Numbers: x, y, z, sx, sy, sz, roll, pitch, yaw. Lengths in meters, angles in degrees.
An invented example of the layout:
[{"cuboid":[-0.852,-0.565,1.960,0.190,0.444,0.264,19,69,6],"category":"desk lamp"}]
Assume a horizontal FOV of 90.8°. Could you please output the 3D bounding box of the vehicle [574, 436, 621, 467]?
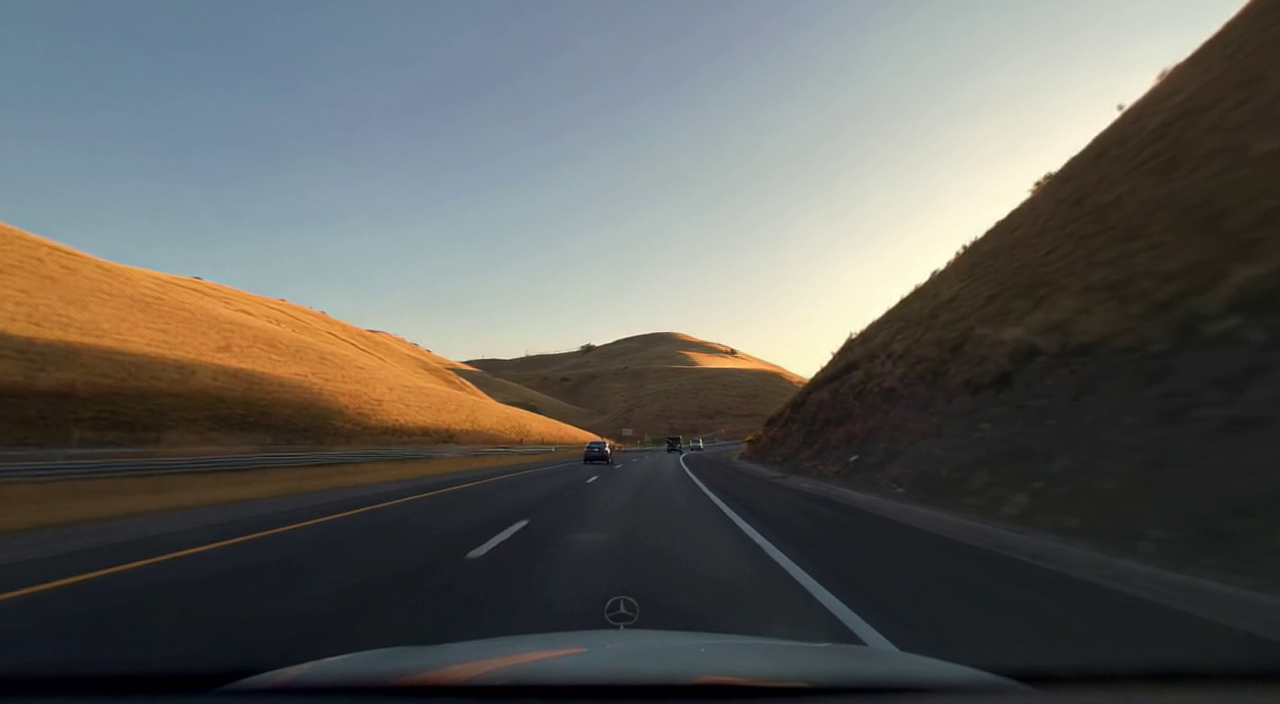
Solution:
[{"cuboid":[-2.489,5.973,38.140,2.252,1.743,4.560,-1,-8,3],"category":"vehicle"}]
